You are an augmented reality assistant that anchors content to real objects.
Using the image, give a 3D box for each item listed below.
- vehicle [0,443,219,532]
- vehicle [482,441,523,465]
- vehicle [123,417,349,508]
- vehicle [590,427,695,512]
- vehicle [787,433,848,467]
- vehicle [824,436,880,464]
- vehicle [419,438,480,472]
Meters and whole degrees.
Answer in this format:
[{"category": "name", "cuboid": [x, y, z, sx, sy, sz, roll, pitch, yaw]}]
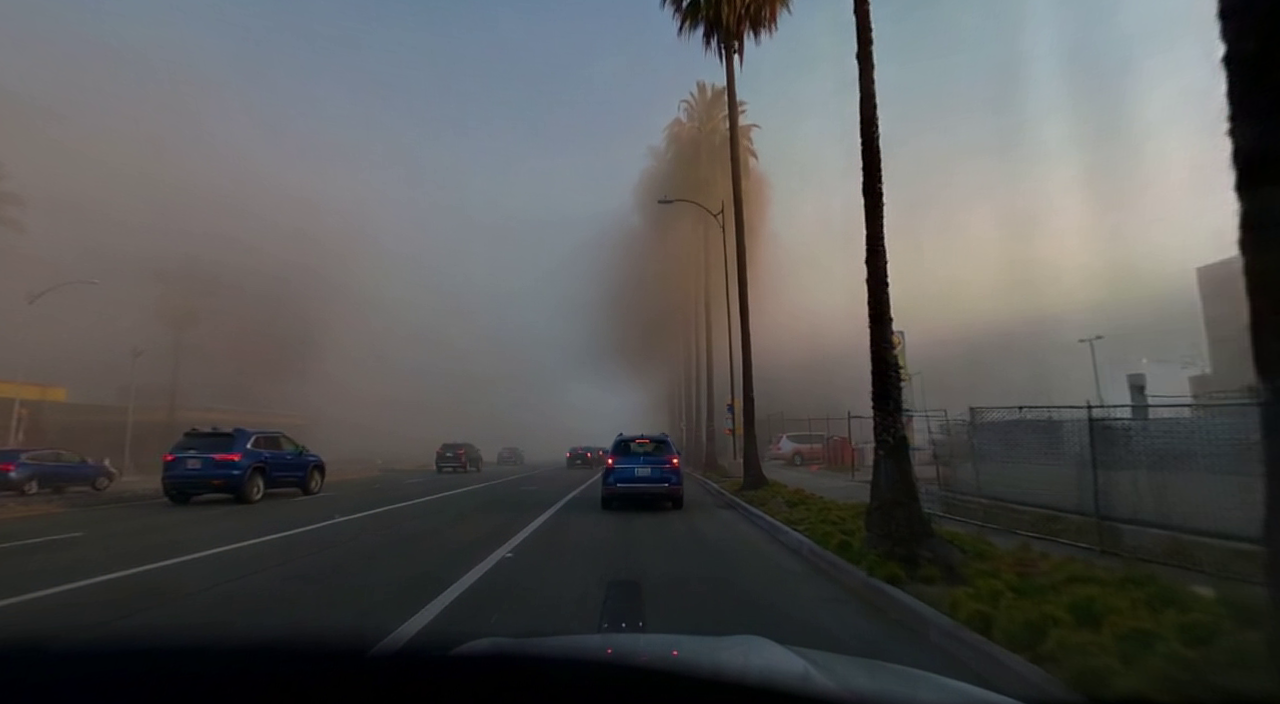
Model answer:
[{"category": "vehicle", "cuboid": [-10.021, 2.409, 11.684, 1.924, 1.384, 3.426, 0, -9, 1]}, {"category": "vehicle", "cuboid": [-10.475, 7.752, 48.181, 1.998, 1.731, 4.952, 0, -9, 0]}, {"category": "vehicle", "cuboid": [-9.990, 2.793, 16.295, 2.269, 1.934, 5.350, 0, -9, 0]}, {"category": "vehicle", "cuboid": [0.076, 2.680, 14.719, 2.121, 1.710, 3.893, 0, -9, 1]}, {"category": "vehicle", "cuboid": [8.240, 4.497, 28.931, 1.837, 1.416, 3.947, -4, -10, 27]}, {"category": "vehicle", "cuboid": [12.049, 5.565, 35.885, 1.681, 1.503, 3.781, 0, -8, -3]}, {"category": "vehicle", "cuboid": [-10.579, 5.746, 35.190, 1.965, 1.743, 4.327, 0, -9, 1]}]
